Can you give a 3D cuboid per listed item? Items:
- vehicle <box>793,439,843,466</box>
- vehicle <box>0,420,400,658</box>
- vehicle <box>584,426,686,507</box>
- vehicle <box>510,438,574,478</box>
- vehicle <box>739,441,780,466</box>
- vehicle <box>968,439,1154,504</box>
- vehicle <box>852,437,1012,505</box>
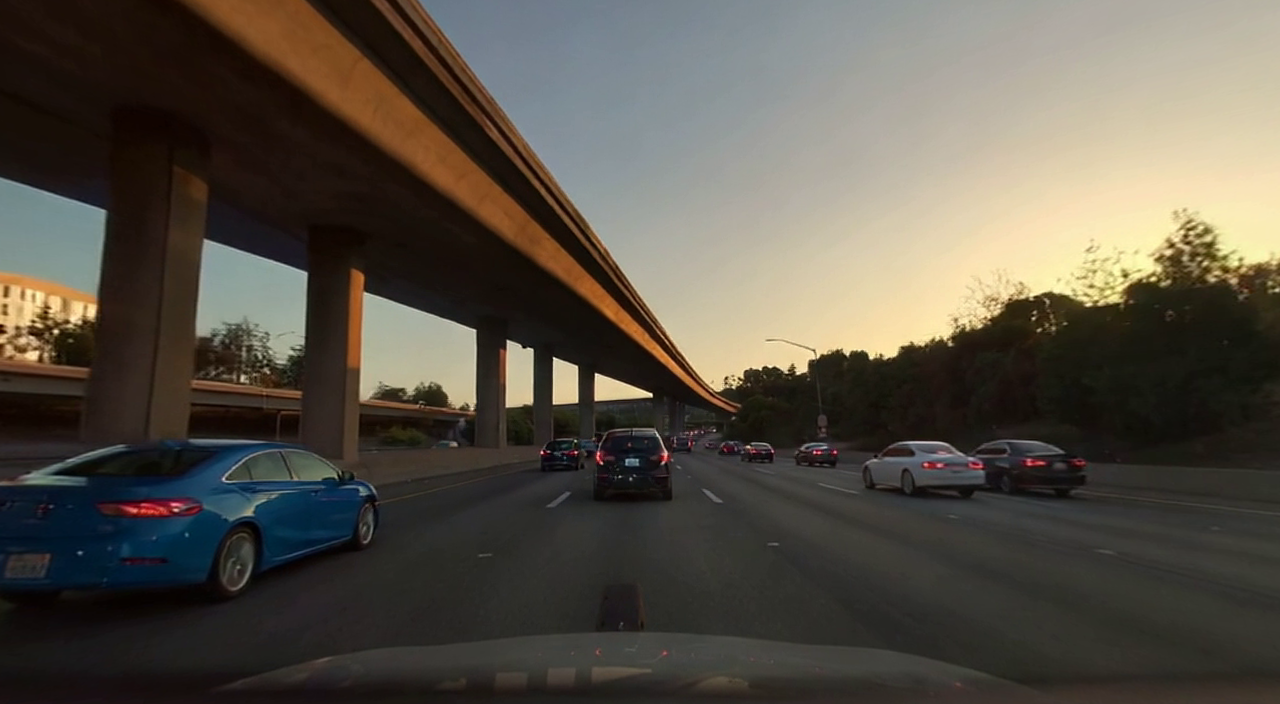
[{"bbox_3d":[11.613,6.603,41.453,1.992,1.625,4.359,1,-9,-1],"label":"vehicle"},{"bbox_3d":[-4.226,1.513,6.233,1.974,1.478,4.412,0,-9,0],"label":"vehicle"},{"bbox_3d":[-0.084,2.772,15.613,2.181,1.697,4.021,0,-9,1],"label":"vehicle"},{"bbox_3d":[-4.009,4.429,26.441,1.947,1.516,4.295,0,-9,1],"label":"vehicle"},{"bbox_3d":[7.560,6.468,40.299,1.880,1.526,3.641,1,-9,0],"label":"vehicle"},{"bbox_3d":[11.082,3.155,17.074,2.008,1.516,4.385,0,-9,0],"label":"vehicle"},{"bbox_3d":[7.429,3.072,16.684,2.049,1.521,4.604,0,-9,0],"label":"vehicle"}]
